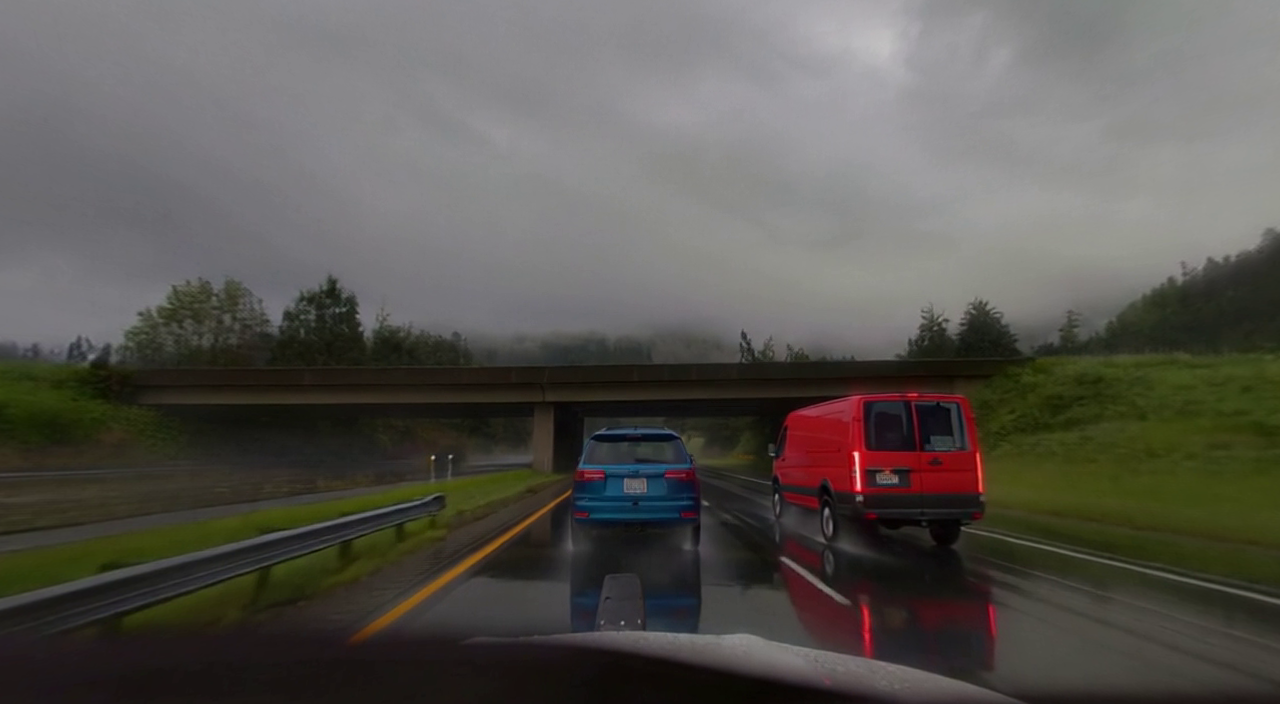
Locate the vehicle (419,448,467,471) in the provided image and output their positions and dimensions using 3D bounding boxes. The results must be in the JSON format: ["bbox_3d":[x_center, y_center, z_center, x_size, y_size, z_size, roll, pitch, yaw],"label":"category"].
[{"bbox_3d":[-13.668,7.473,43.935,1.836,1.465,4.514,0,-9,0],"label":"vehicle"}]

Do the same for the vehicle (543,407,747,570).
[{"bbox_3d":[0.065,1.854,9.206,2.288,1.823,4.059,0,-9,0],"label":"vehicle"}]
